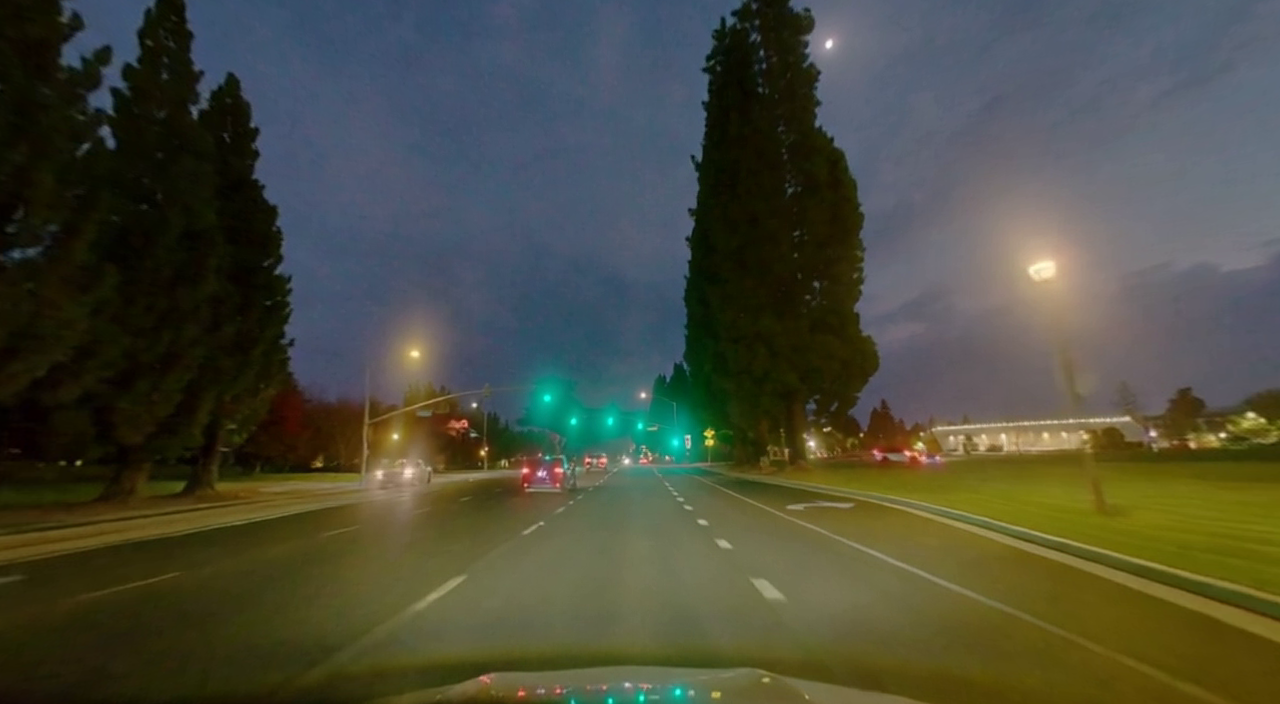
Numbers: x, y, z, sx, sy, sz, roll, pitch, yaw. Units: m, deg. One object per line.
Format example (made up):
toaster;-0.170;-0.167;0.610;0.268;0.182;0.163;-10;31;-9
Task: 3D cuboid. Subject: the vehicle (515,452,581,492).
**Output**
vehicle;-3.577;4.717;25.218;1.932;1.431;4.144;-1;-9;1

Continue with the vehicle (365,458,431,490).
vehicle;-14.585;7.354;38.445;2.070;1.782;4.735;-1;-9;1
